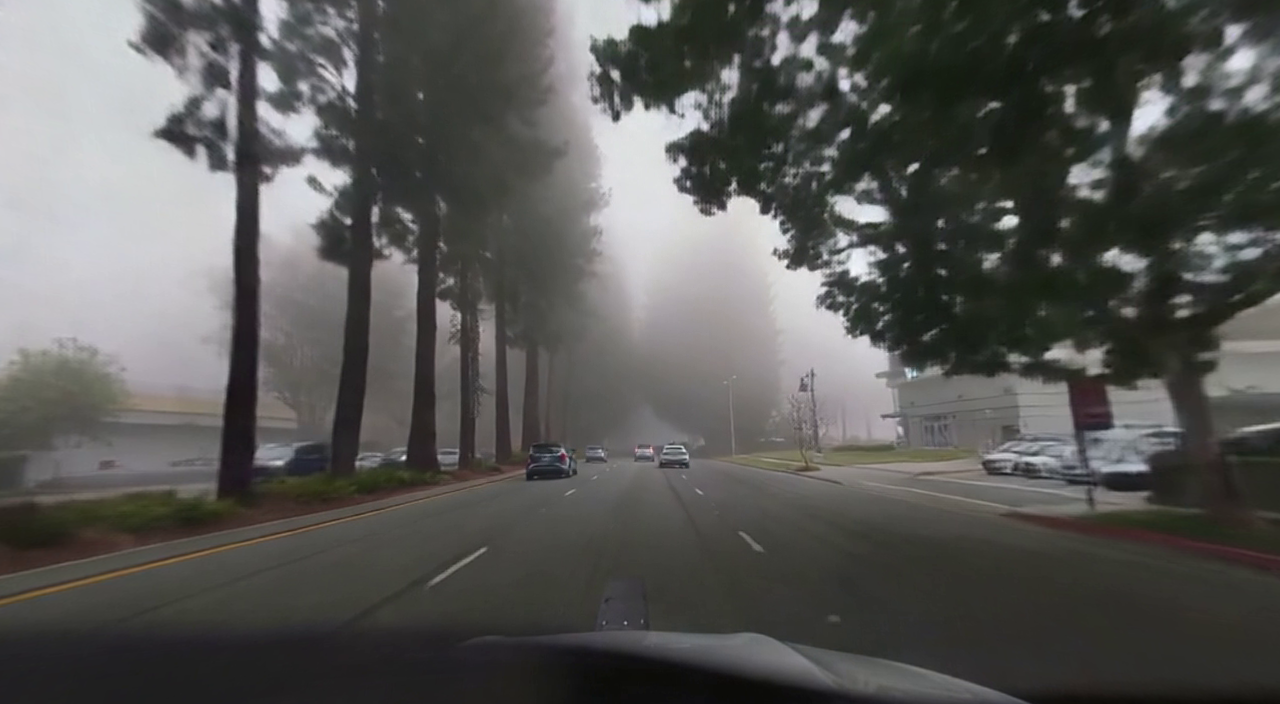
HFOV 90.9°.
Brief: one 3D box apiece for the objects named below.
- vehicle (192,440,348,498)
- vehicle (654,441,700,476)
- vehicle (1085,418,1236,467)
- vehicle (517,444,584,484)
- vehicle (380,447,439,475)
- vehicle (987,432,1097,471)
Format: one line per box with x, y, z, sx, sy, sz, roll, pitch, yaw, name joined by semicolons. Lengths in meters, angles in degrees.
-12.569;3.975;21.970;2.047;1.729;5.470;0;-9;1;vehicle
1.747;5.158;30.749;1.922;1.579;3.642;0;-9;-2;vehicle
20.861;3.684;25.614;1.982;1.794;4.853;0;-9;1;vehicle
-3.478;4.450;25.414;1.908;1.481;4.536;0;-9;2;vehicle
-15.542;7.339;42.744;2.060;1.777;4.860;0;-9;1;vehicle
15.830;3.932;25.083;1.823;1.413;3.884;0;-8;1;vehicle
